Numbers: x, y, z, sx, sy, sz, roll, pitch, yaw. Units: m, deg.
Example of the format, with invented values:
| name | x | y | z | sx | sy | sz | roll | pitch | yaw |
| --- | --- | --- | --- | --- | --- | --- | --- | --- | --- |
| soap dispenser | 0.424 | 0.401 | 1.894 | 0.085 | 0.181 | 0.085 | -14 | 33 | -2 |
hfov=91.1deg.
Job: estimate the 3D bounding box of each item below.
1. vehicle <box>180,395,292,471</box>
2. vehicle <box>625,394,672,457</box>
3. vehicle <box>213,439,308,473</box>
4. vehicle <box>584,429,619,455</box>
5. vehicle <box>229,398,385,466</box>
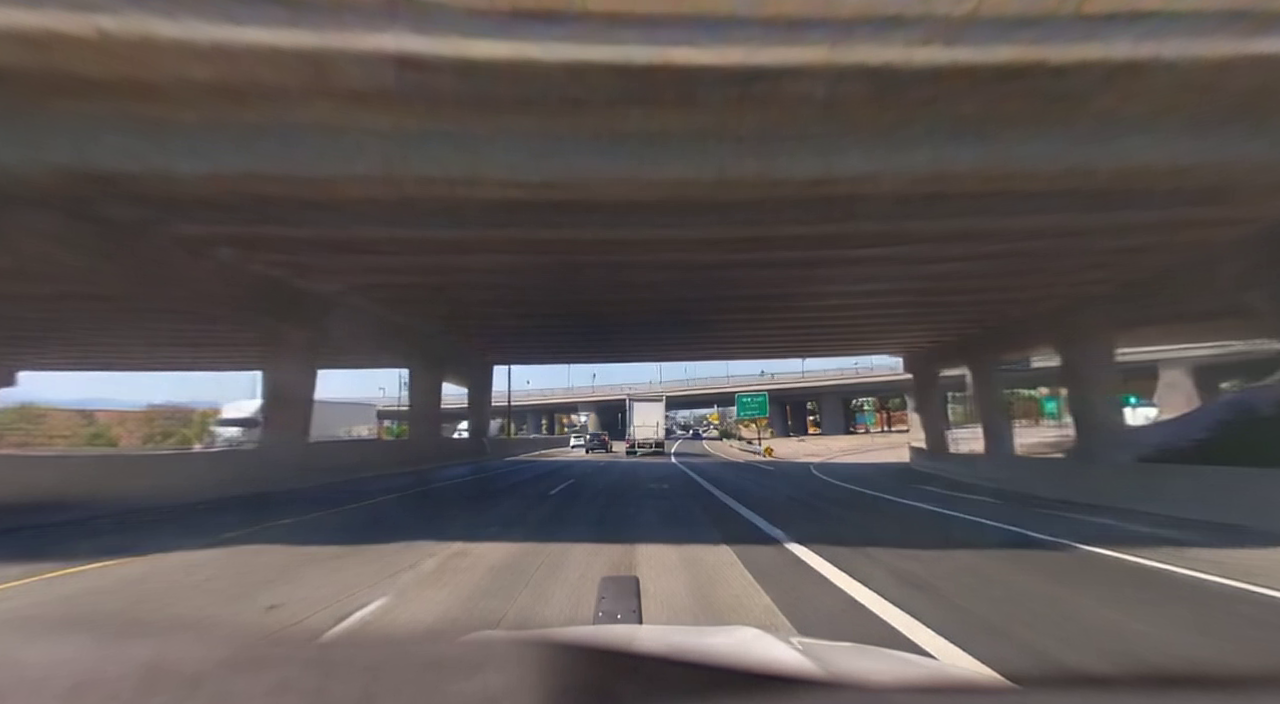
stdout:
| name | x | y | z | sx | sy | sz | roll | pitch | yaw |
| --- | --- | --- | --- | --- | --- | --- | --- | --- | --- |
| vehicle | -23.131 | 4.665 | 36.338 | 2.784 | 3.981 | 4.819 | 1 | -7 | 5 |
| vehicle | 0.646 | 5.439 | 45.693 | 3.024 | 4.019 | 10.605 | 0 | -8 | 1 |
| vehicle | -19.149 | 5.247 | 31.989 | 1.947 | 1.587 | 4.446 | 0 | -8 | 2 |
| vehicle | -2.800 | 6.697 | 46.862 | 2.119 | 1.787 | 4.655 | 0 | -8 | 3 |
| vehicle | -23.005 | 5.804 | 45.114 | 2.940 | 4.056 | 14.297 | 0 | -8 | 2 |
